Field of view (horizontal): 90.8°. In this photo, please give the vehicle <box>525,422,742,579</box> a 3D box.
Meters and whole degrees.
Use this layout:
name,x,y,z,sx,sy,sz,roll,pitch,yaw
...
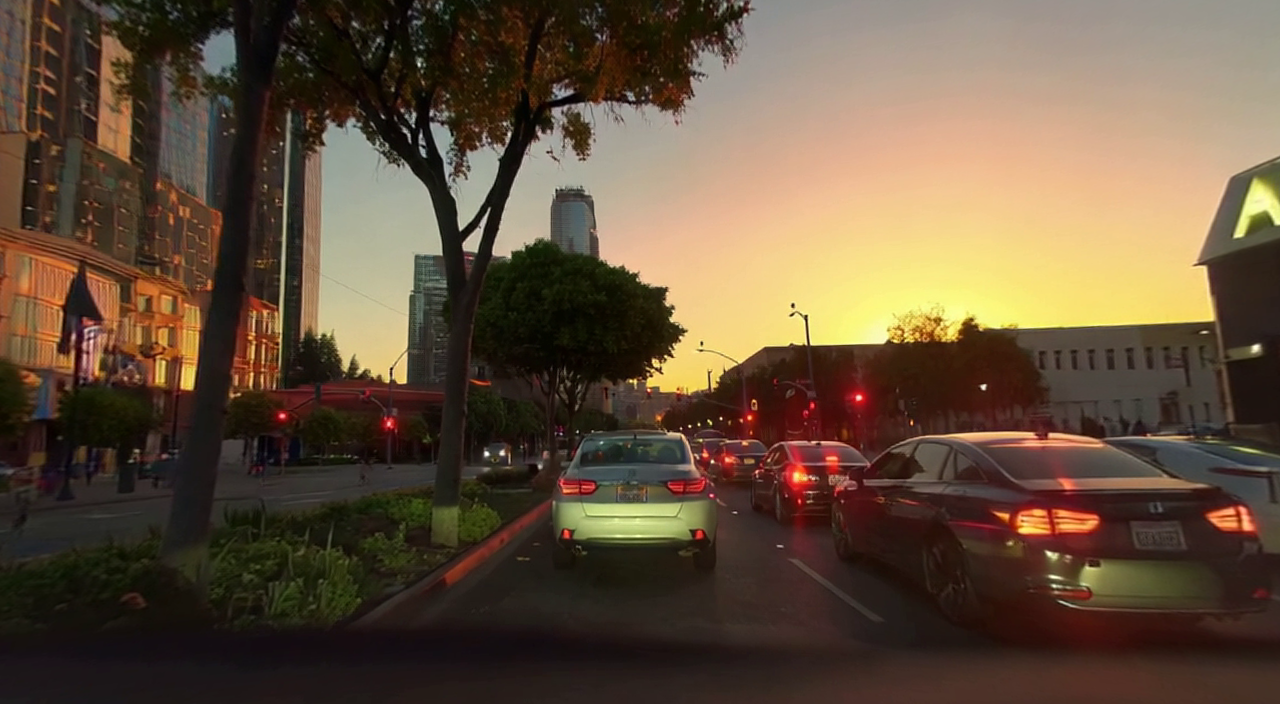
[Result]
name,x,y,z,sx,sy,sz,roll,pitch,yaw
vehicle,-0.099,1.757,8.254,2.118,1.512,4.013,0,-9,-1

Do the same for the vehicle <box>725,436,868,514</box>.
name,x,y,z,sx,sy,sz,roll,pitch,yaw
vehicle,3.317,2.714,14.436,1.996,1.469,4.495,0,-9,-2

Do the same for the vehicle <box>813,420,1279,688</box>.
name,x,y,z,sx,sy,sz,roll,pitch,yaw
vehicle,3.223,1.454,5.818,1.912,1.454,4.537,0,-9,-1
